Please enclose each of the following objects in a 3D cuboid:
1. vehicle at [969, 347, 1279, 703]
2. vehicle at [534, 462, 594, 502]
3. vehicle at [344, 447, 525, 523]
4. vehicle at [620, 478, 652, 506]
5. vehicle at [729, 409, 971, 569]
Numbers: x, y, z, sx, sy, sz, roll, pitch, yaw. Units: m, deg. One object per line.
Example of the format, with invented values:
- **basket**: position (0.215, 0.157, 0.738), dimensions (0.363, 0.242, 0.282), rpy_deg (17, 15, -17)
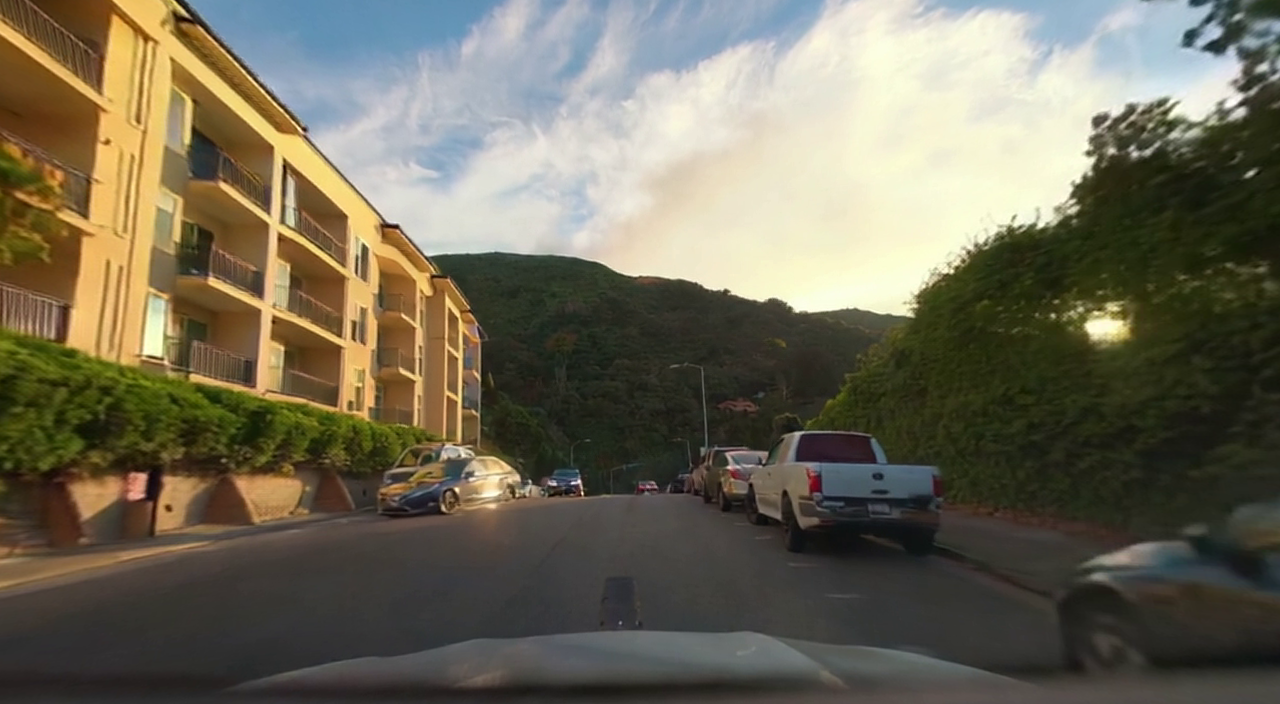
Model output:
- **vehicle**: position (3.043, 0.760, 1.586), dimensions (1.948, 1.669, 4.242), rpy_deg (0, -9, -3)
- **vehicle**: position (-3.360, 6.026, 28.901), dimensions (2.102, 1.621, 4.627), rpy_deg (0, -14, 1)
- **vehicle**: position (-4.548, 2.982, 14.813), dimensions (1.856, 1.474, 4.522), rpy_deg (-3, -9, 15)
- **vehicle**: position (-0.356, 10.225, 46.052), dimensions (2.201, 1.731, 3.854), rpy_deg (0, -9, -2)
- **vehicle**: position (2.774, 1.951, 9.723), dimensions (2.072, 1.830, 4.744), rpy_deg (0, -9, 0)
